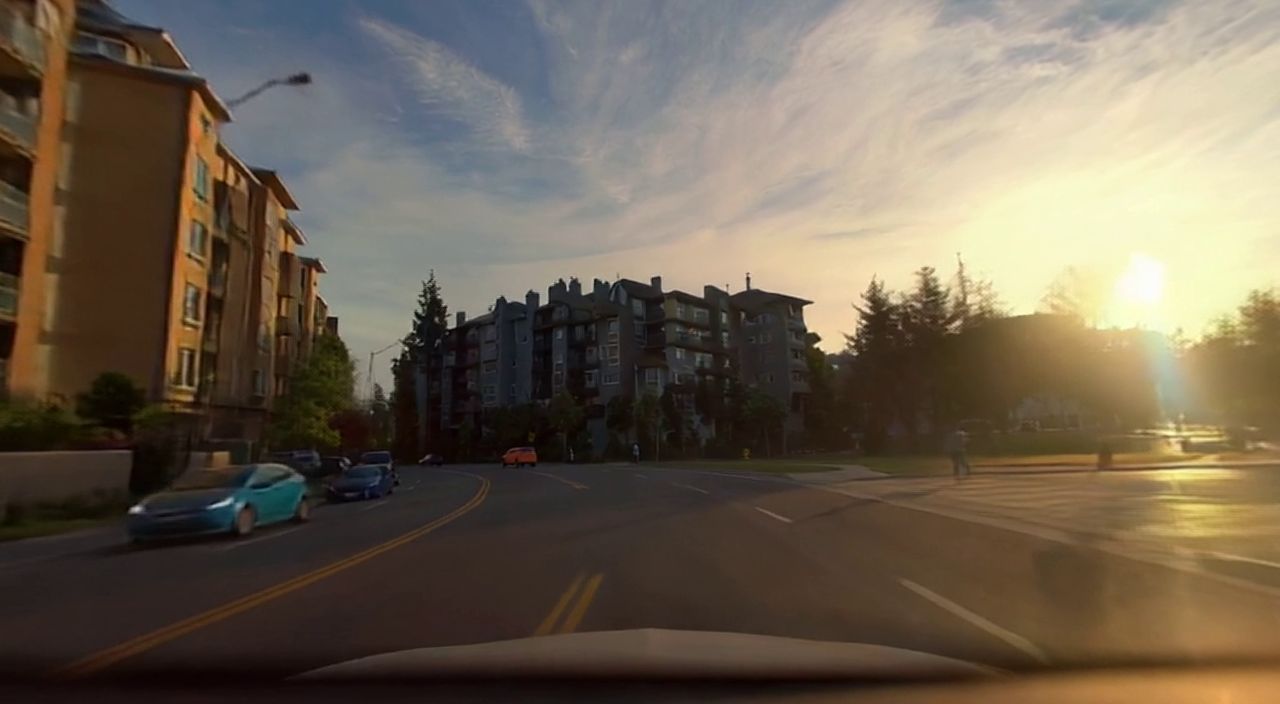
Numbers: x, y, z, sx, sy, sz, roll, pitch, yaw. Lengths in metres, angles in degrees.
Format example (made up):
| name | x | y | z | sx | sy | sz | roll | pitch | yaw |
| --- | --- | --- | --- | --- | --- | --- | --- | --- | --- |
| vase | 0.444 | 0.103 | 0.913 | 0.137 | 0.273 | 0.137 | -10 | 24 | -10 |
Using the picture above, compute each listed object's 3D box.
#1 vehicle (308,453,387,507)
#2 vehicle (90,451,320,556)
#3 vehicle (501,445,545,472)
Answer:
| name | x | y | z | sx | sy | sz | roll | pitch | yaw |
| --- | --- | --- | --- | --- | --- | --- | --- | --- | --- |
| vehicle | -10.783 | 4.688 | 23.515 | 1.908 | 1.602 | 4.279 | -2 | -8 | -15 |
| vehicle | -8.537 | 2.918 | 12.992 | 1.994 | 1.697 | 4.436 | 1 | -9 | -7 |
| vehicle | -8.511 | 7.658 | 45.527 | 2.000 | 1.809 | 4.405 | 3 | -9 | -25 |
